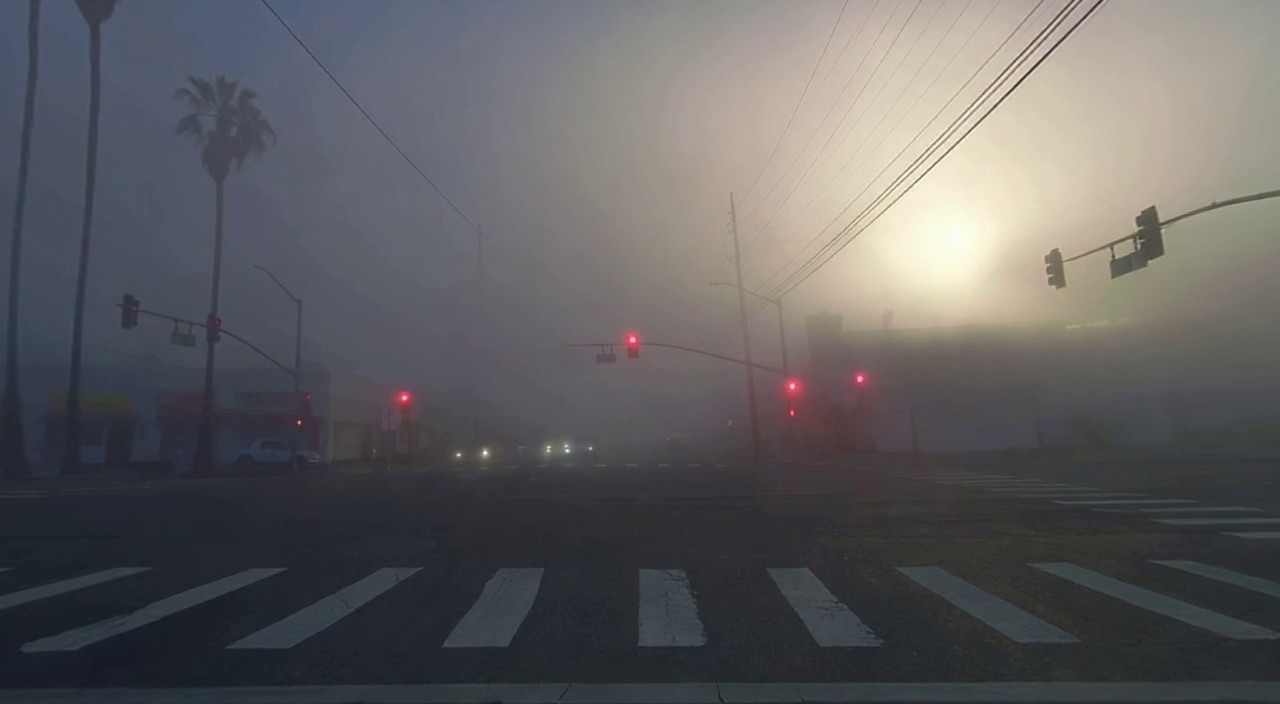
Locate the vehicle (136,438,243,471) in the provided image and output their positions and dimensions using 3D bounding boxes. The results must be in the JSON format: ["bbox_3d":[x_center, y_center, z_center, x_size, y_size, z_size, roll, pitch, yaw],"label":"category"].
[{"bbox_3d":[-25.913,5.915,36.456,4.613,1.820,2.021,-1,-9,3],"label":"vehicle"}]

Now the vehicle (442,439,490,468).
[{"bbox_3d":[-11.964,6.988,43.726,2.016,1.717,4.287,-2,-7,1],"label":"vehicle"}]

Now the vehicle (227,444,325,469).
[{"bbox_3d":[-22.303,6.418,38.840,4.849,1.444,1.881,0,-8,1],"label":"vehicle"}]

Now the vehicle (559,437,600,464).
[{"bbox_3d":[-3.541,5.938,38.115,2.223,1.490,5.094,0,-8,-3],"label":"vehicle"}]
